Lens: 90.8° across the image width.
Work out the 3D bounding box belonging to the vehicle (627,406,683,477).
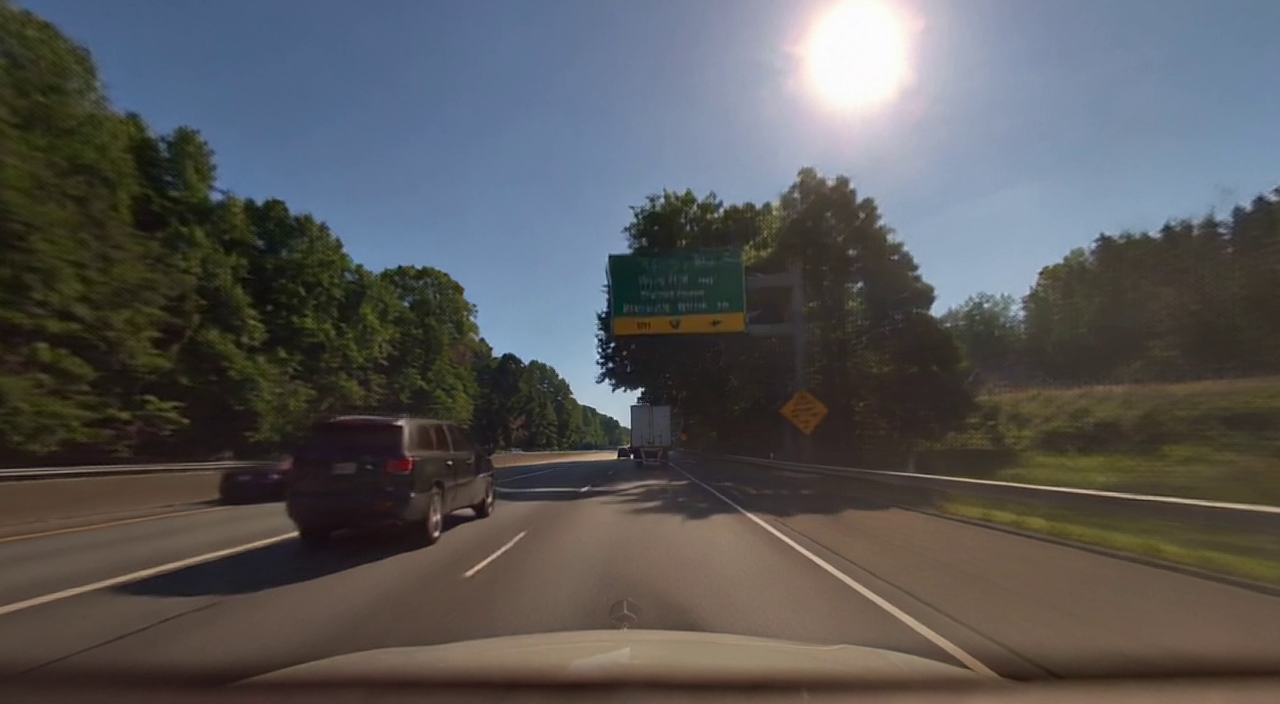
[{"bbox_3d":[0.851,5.748,39.865,2.976,3.800,12.335,0,-9,0],"label":"vehicle"}]

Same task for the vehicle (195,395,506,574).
[{"bbox_3d":[-3.700,1.850,9.522,2.226,1.933,5.179,0,-9,0],"label":"vehicle"}]
